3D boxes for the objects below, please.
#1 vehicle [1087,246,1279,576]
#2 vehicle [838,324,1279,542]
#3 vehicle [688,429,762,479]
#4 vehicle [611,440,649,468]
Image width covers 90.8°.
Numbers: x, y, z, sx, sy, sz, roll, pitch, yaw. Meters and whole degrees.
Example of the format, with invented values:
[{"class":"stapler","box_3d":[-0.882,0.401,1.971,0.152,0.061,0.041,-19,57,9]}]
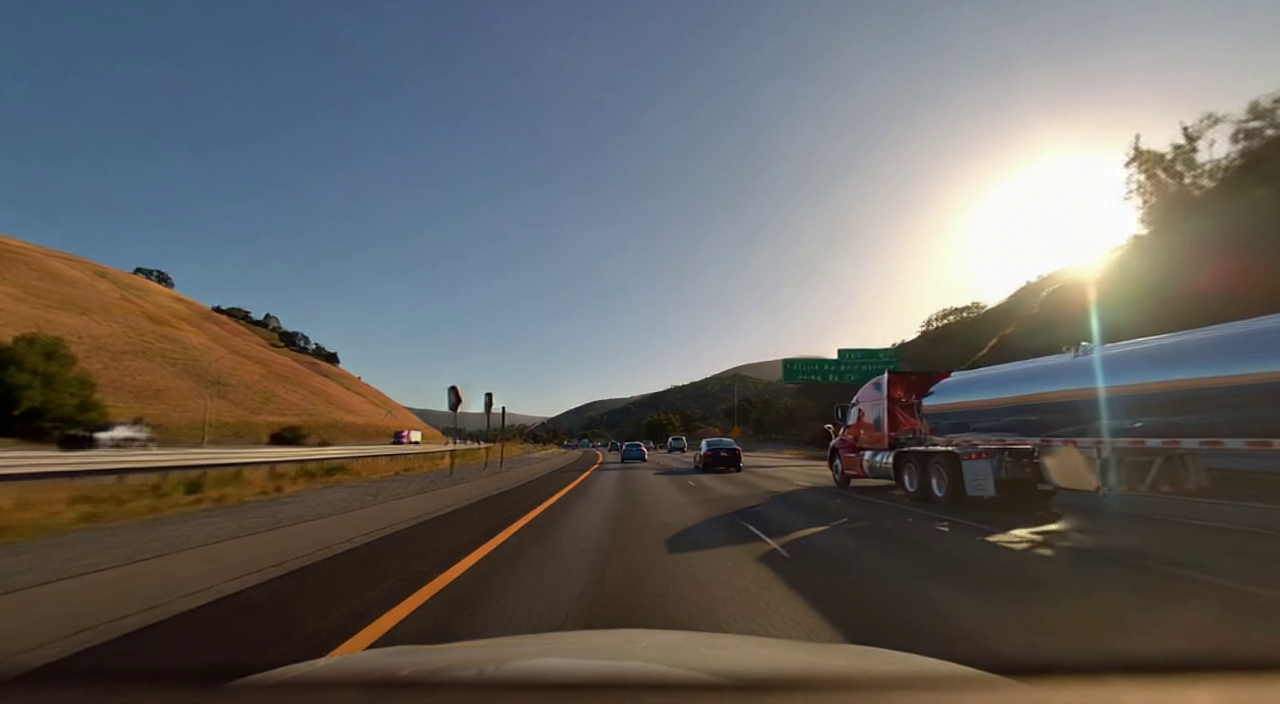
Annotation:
[{"class":"vehicle","box_3d":[7.677,0.209,3.733,2.805,3.212,9.978,0,-9,1]},{"class":"vehicle","box_3d":[7.351,1.785,13.467,2.880,2.975,9.608,0,-9,-2]},{"class":"vehicle","box_3d":[3.247,4.026,25.111,2.098,1.794,4.561,0,-9,-2]},{"class":"vehicle","box_3d":[-0.608,5.807,36.149,2.083,1.477,3.965,0,-9,-2]}]
